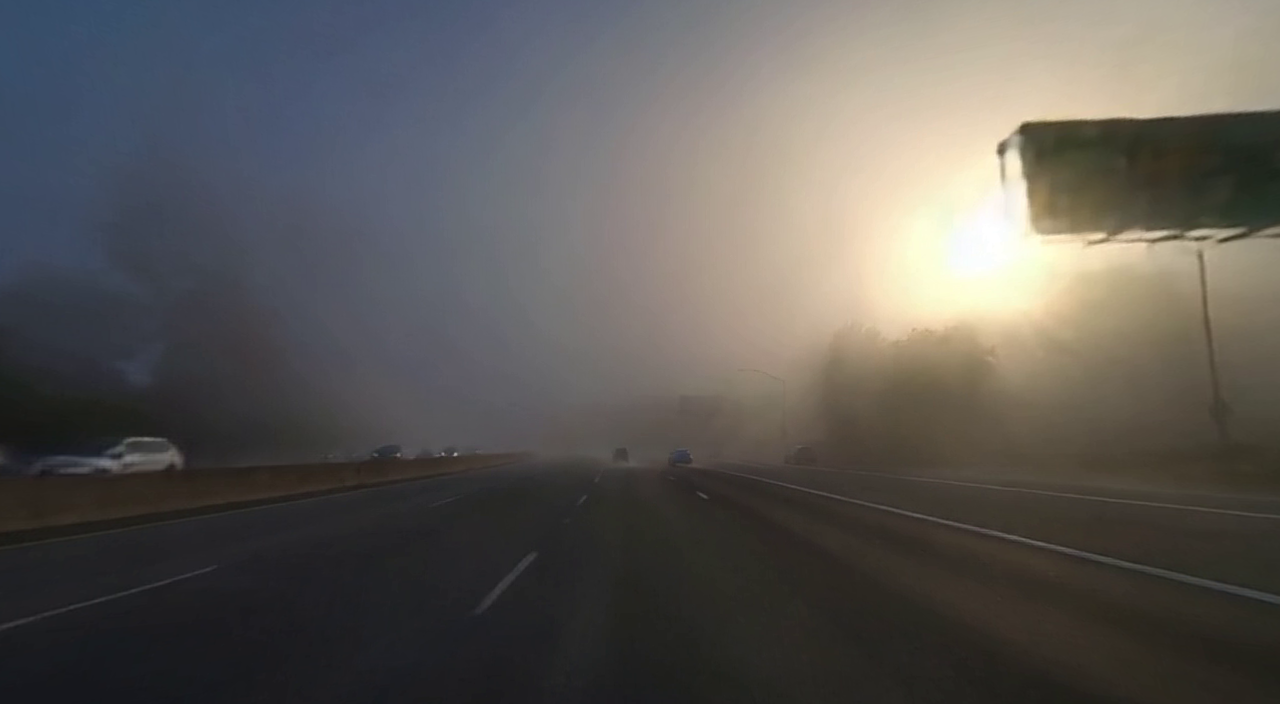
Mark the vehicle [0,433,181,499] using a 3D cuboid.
[{"bbox_3d":[-19.897,4.052,22.697,2.374,2.041,5.885,0,-9,-2],"label":"vehicle"}]
